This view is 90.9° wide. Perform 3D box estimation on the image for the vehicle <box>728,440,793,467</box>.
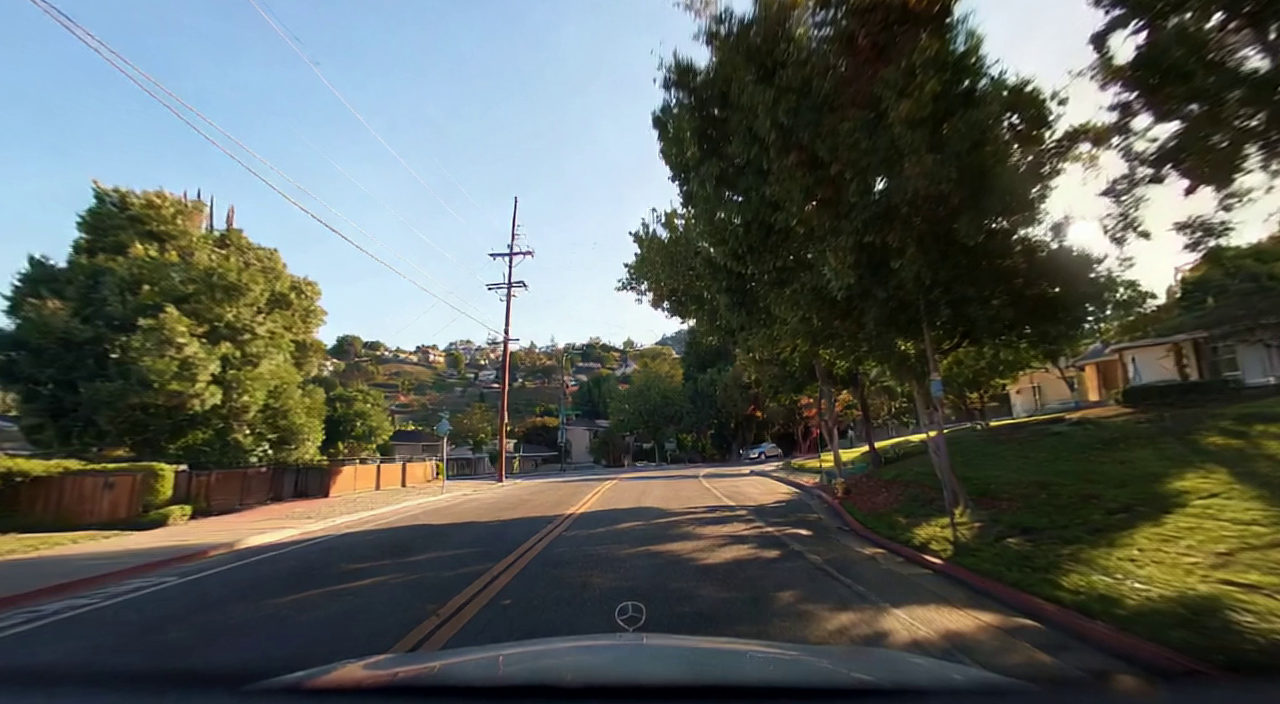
[{"bbox_3d":[8.218,6.863,42.820,2.176,1.732,4.810,-7,-11,41],"label":"vehicle"}]
